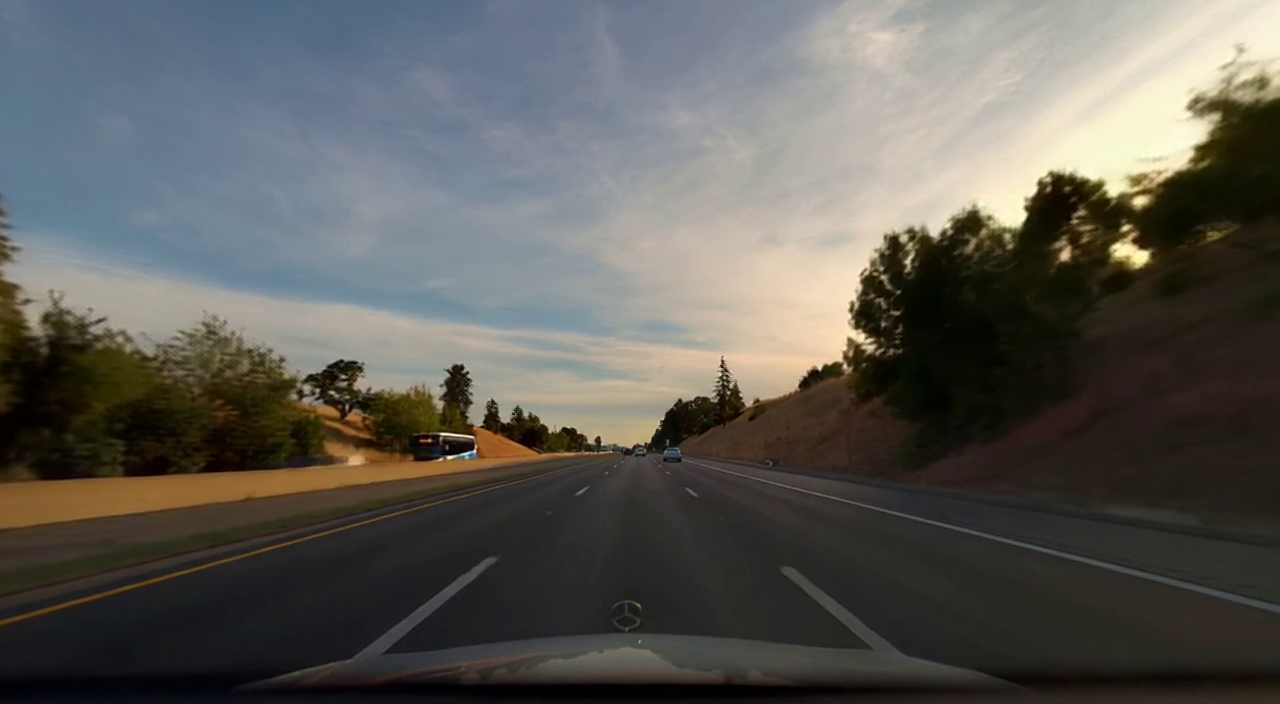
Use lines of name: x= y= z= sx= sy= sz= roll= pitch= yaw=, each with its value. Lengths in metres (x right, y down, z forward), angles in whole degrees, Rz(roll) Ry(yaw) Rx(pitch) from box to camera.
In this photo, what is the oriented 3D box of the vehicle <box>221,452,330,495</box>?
vehicle: x=-13.159 y=4.370 z=23.033 sx=1.778 sy=1.407 sz=3.668 roll=0 pitch=-9 yaw=0
